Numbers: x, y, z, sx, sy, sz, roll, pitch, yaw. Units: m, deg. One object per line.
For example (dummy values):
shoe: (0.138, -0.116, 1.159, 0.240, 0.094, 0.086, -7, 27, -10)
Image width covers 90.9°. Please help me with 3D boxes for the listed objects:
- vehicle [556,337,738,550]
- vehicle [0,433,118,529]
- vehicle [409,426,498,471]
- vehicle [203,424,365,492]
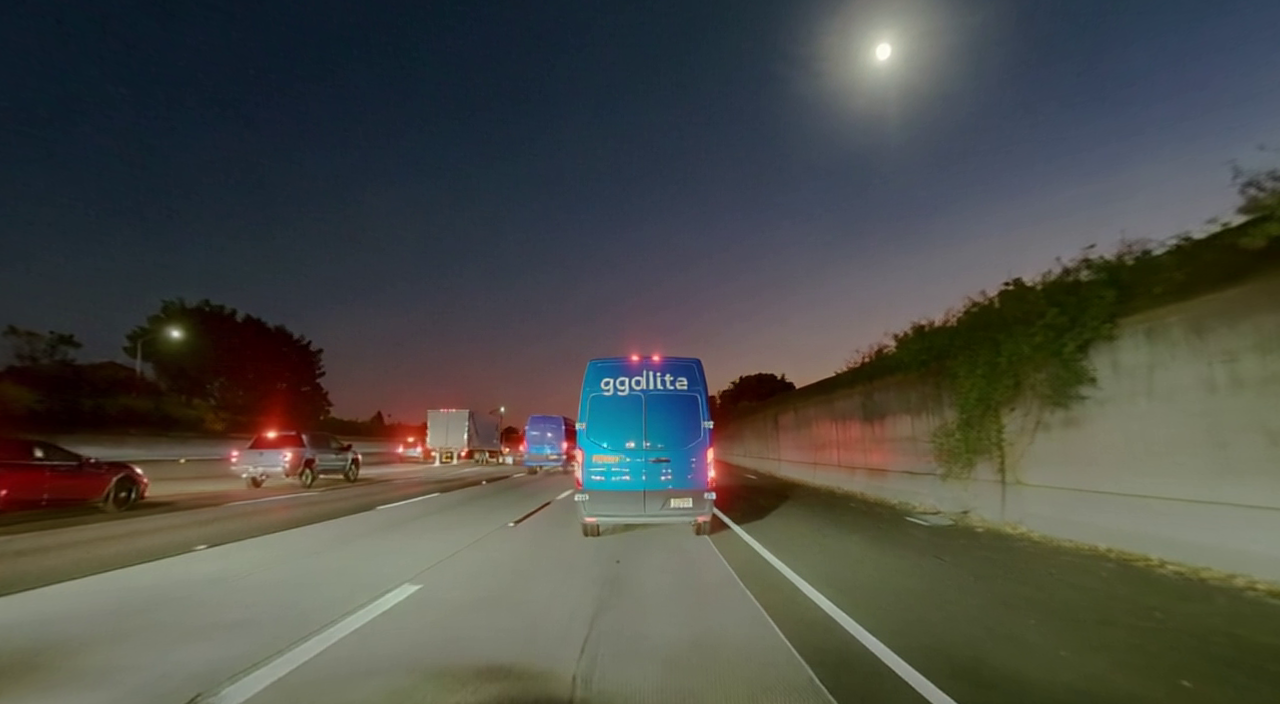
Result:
vehicle: (0.157, 1.631, 11.376, 2.316, 2.738, 6.398, 0, -8, 1)
vehicle: (-11.136, 2.043, 9.964, 1.839, 1.524, 4.449, 0, -8, 2)
vehicle: (-9.775, 5.140, 33.727, 2.566, 2.158, 5.957, -1, -8, 4)
vehicle: (-10.832, 3.275, 19.742, 2.061, 1.846, 4.852, 0, -8, 3)
